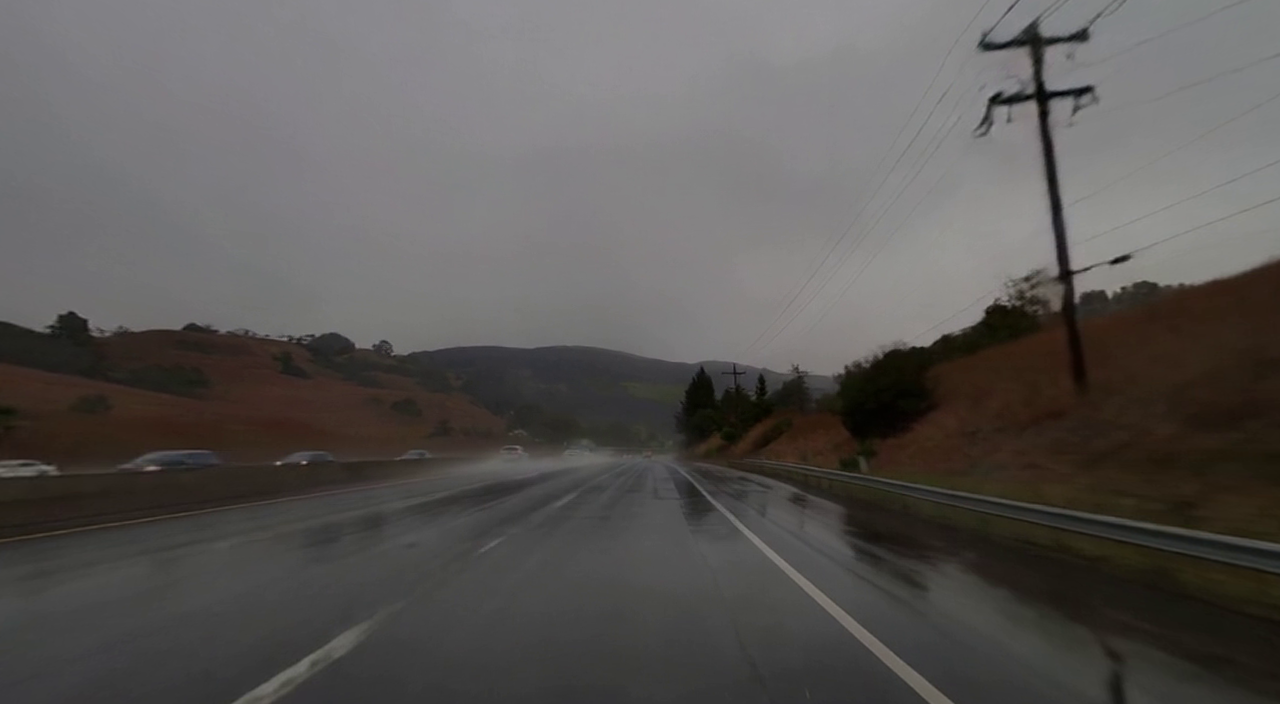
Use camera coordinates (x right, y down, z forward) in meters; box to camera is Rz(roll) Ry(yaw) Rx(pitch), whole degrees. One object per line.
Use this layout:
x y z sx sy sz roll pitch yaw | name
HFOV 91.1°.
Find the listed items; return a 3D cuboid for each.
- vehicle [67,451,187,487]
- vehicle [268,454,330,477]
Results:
-21.242 4.847 26.209 1.784 1.383 3.757 0 -9 1 | vehicle
-23.968 7.977 44.279 1.801 1.455 4.339 0 -9 3 | vehicle
